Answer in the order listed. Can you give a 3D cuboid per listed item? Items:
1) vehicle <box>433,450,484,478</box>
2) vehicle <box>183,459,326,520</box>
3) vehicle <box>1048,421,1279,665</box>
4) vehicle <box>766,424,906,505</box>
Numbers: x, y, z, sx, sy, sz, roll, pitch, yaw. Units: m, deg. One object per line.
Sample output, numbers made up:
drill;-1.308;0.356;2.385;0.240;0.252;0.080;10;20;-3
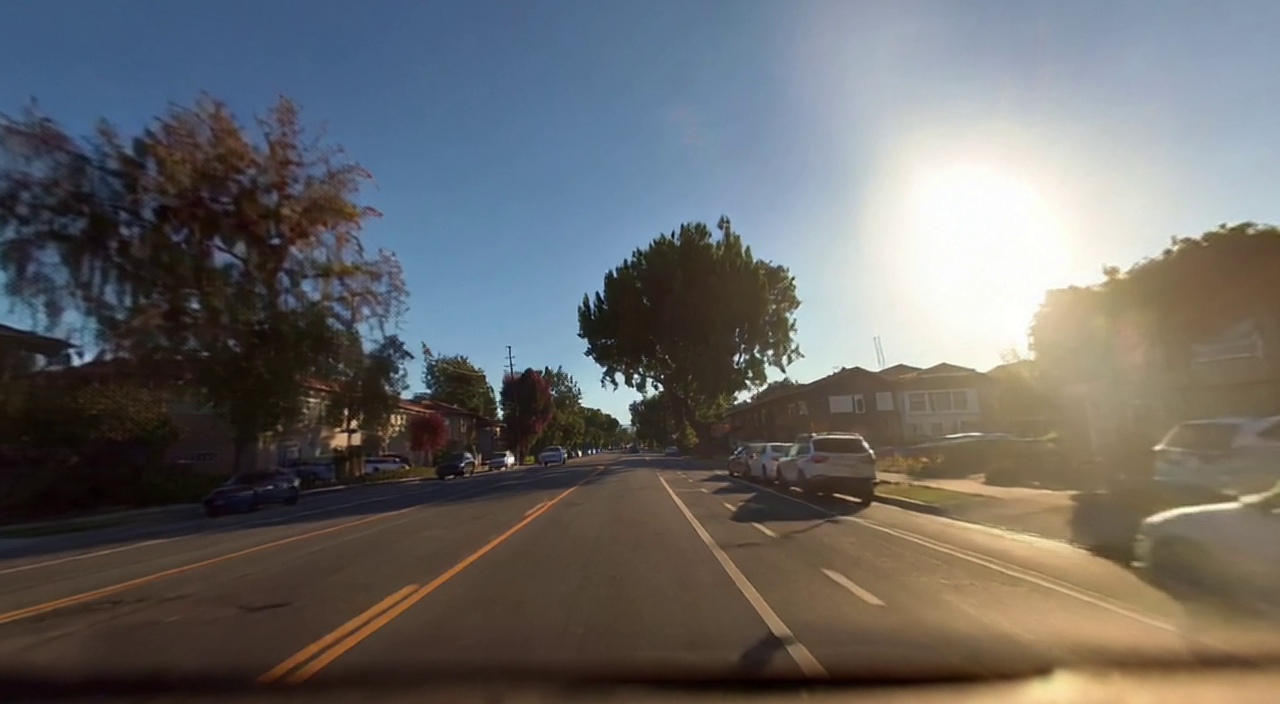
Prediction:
vehicle;-12.804;7.913;44.917;2.128;1.768;5.306;0;-9;0
vehicle;-12.579;4.460;20.988;1.972;1.475;4.503;-6;-9;-1
vehicle;4.917;1.113;3.531;2.031;1.473;4.784;0;-9;-1
vehicle;4.626;2.746;15.787;1.919;1.698;4.747;0;-9;0
